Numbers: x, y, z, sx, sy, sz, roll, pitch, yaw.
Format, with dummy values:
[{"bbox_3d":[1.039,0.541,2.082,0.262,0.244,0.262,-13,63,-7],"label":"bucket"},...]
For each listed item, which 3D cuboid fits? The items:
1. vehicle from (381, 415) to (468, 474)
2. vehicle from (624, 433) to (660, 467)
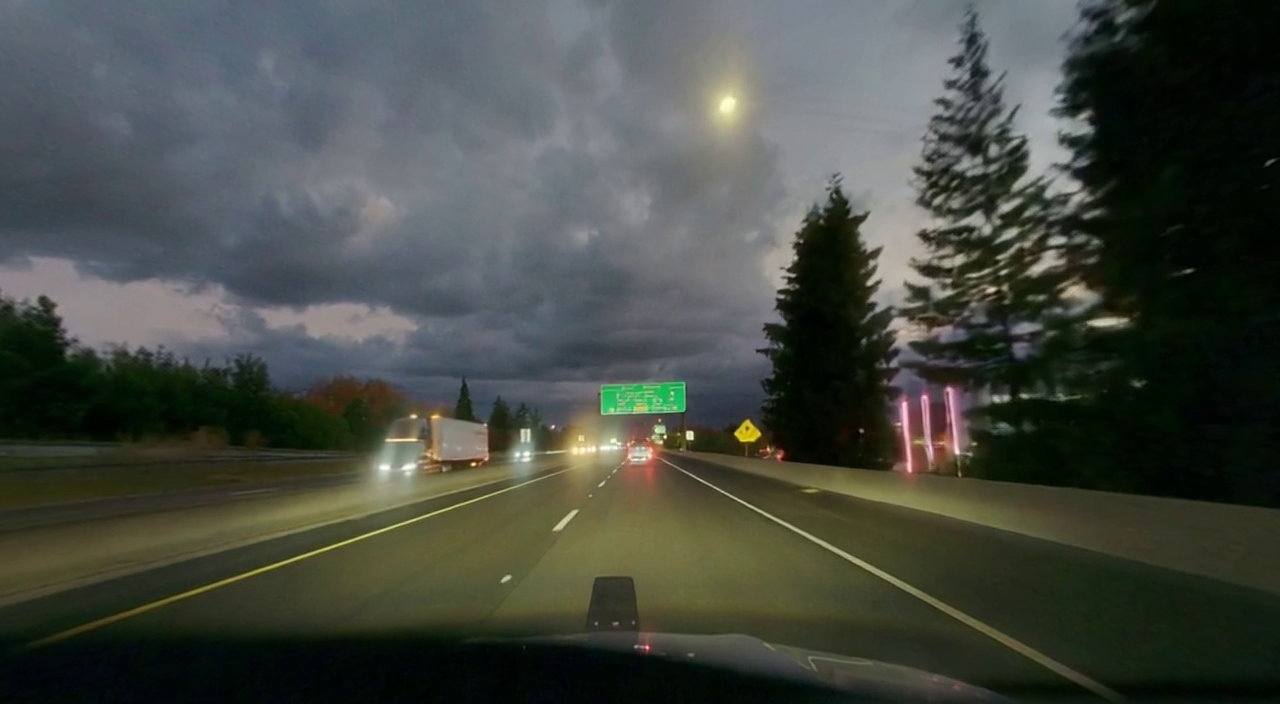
[{"bbox_3d":[-16.186,7.090,48.103,3.002,4.004,10.140,-1,-9,0],"label":"vehicle"},{"bbox_3d":[0.155,6.523,41.686,2.268,2.122,4.595,-1,-9,1],"label":"vehicle"}]
